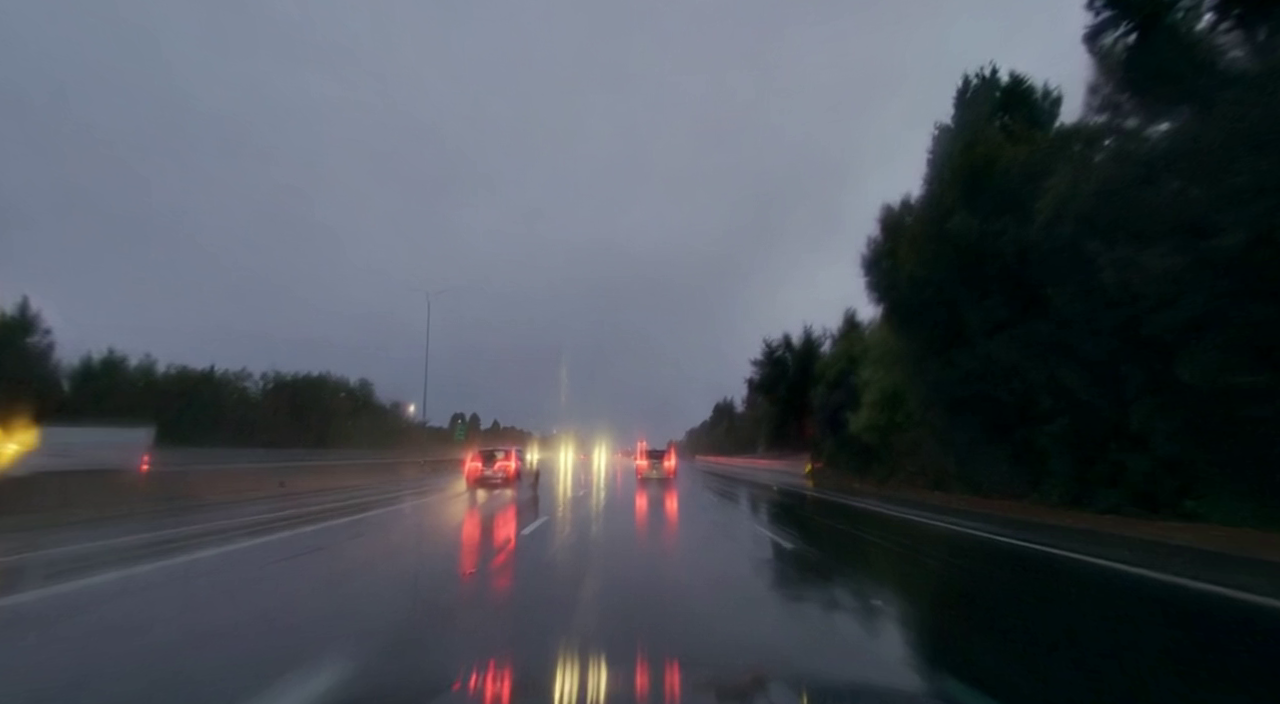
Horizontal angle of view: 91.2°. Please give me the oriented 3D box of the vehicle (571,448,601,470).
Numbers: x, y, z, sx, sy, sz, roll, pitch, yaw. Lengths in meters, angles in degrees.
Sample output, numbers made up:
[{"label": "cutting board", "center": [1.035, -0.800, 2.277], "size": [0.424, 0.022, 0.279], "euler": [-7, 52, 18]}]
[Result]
[{"label": "vehicle", "center": [-3.912, 7.811, 46.013], "size": [1.837, 1.530, 3.844], "euler": [0, -9, 0]}]

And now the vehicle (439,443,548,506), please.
[{"label": "vehicle", "center": [-3.892, 3.324, 17.498], "size": [1.940, 1.502, 4.463], "euler": [-1, -9, 1]}]

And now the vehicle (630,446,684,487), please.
[{"label": "vehicle", "center": [0.637, 4.646, 25.772], "size": [2.015, 1.526, 4.286], "euler": [0, -9, 0]}]

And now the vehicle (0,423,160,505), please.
[{"label": "vehicle", "center": [-20.092, 3.833, 21.772], "size": [2.393, 2.473, 5.435], "euler": [-1, -9, 1]}]
